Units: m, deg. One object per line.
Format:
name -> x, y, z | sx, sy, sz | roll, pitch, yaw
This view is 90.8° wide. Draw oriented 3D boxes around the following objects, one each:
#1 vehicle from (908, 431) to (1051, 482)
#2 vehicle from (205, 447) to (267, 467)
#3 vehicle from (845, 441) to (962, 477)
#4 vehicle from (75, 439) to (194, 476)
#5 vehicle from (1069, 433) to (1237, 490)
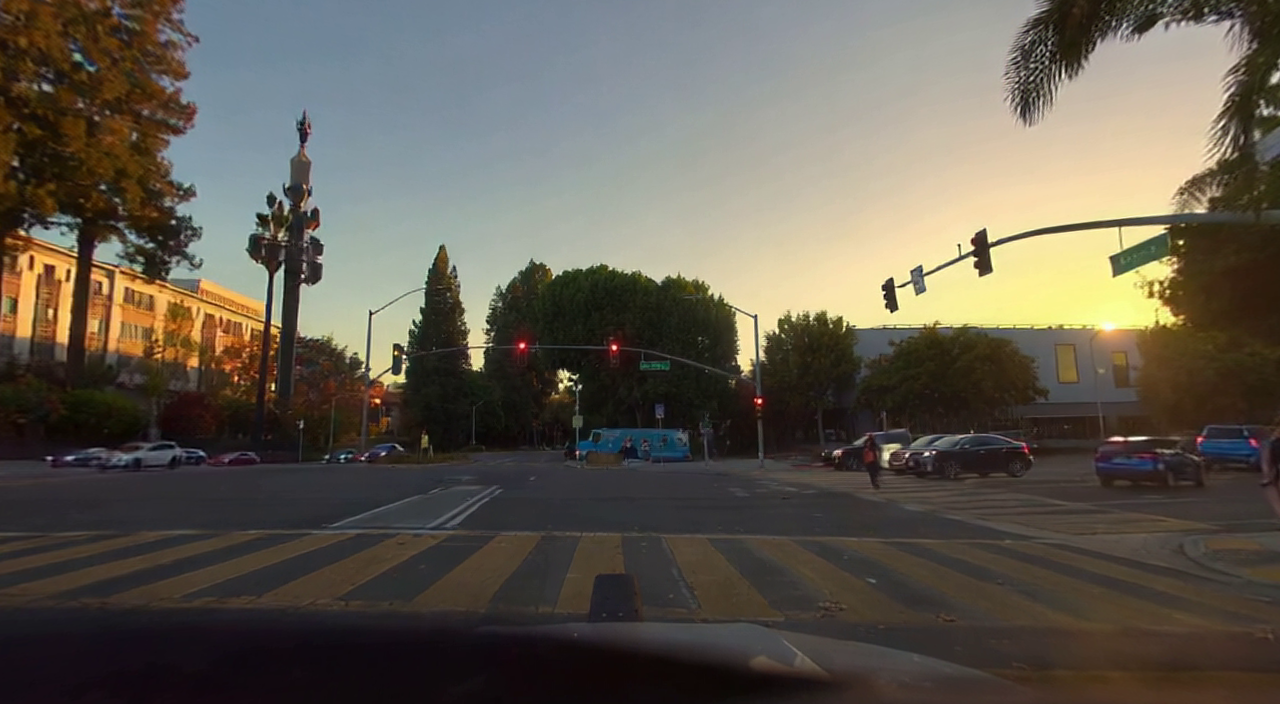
vehicle -> 12.901, 3.923, 24.051 | 4.742, 1.762, 2.180 | 3, -9, -22
vehicle -> -31.513, 8.181, 49.449 | 1.811, 1.438, 4.812 | 0, -8, -3
vehicle -> 11.438, 4.629, 27.567 | 4.317, 1.491, 1.896 | 1, -9, -11
vehicle -> -23.728, 4.953, 29.910 | 2.056, 1.604, 4.436 | 0, -8, -3
vehicle -> 15.386, 3.243, 18.963 | 4.312, 1.540, 2.007 | 4, -9, -23
